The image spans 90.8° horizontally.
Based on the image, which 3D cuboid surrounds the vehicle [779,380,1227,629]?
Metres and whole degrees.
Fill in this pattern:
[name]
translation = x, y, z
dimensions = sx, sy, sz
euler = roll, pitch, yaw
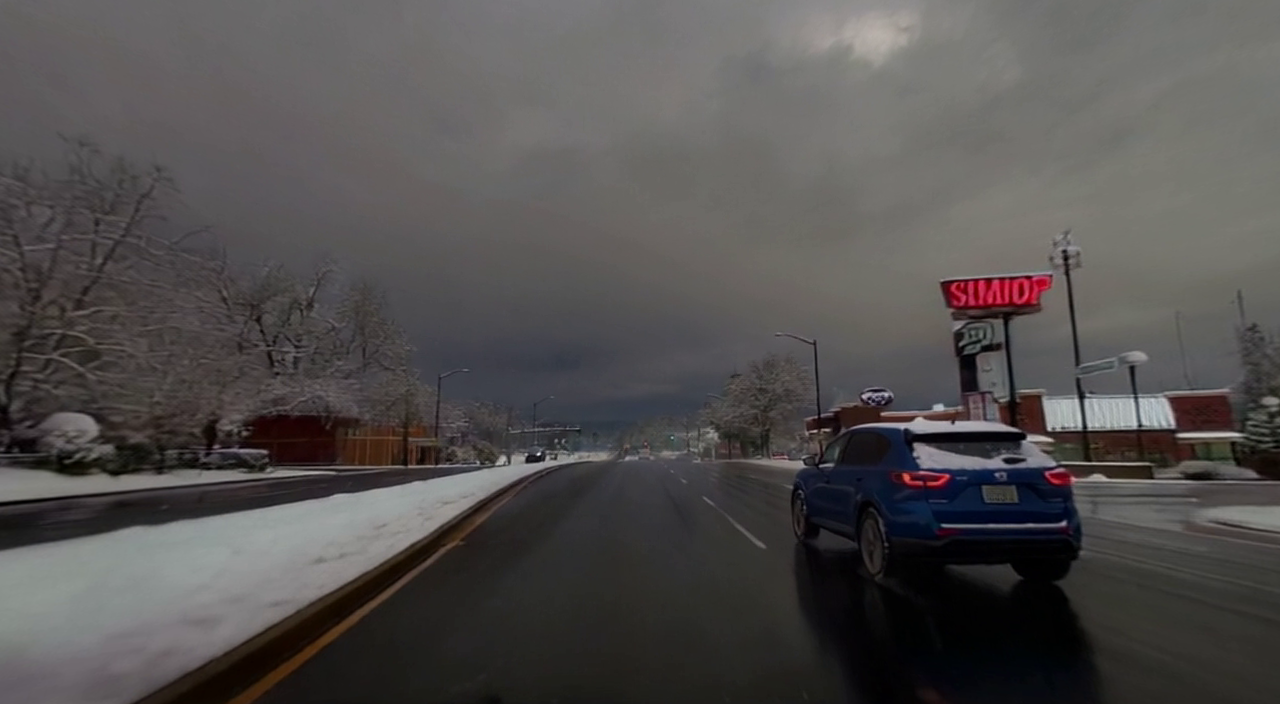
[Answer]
[vehicle]
translation = 3.153, 1.442, 6.967
dimensions = 2.130, 1.790, 4.615
euler = 0, -9, 0
